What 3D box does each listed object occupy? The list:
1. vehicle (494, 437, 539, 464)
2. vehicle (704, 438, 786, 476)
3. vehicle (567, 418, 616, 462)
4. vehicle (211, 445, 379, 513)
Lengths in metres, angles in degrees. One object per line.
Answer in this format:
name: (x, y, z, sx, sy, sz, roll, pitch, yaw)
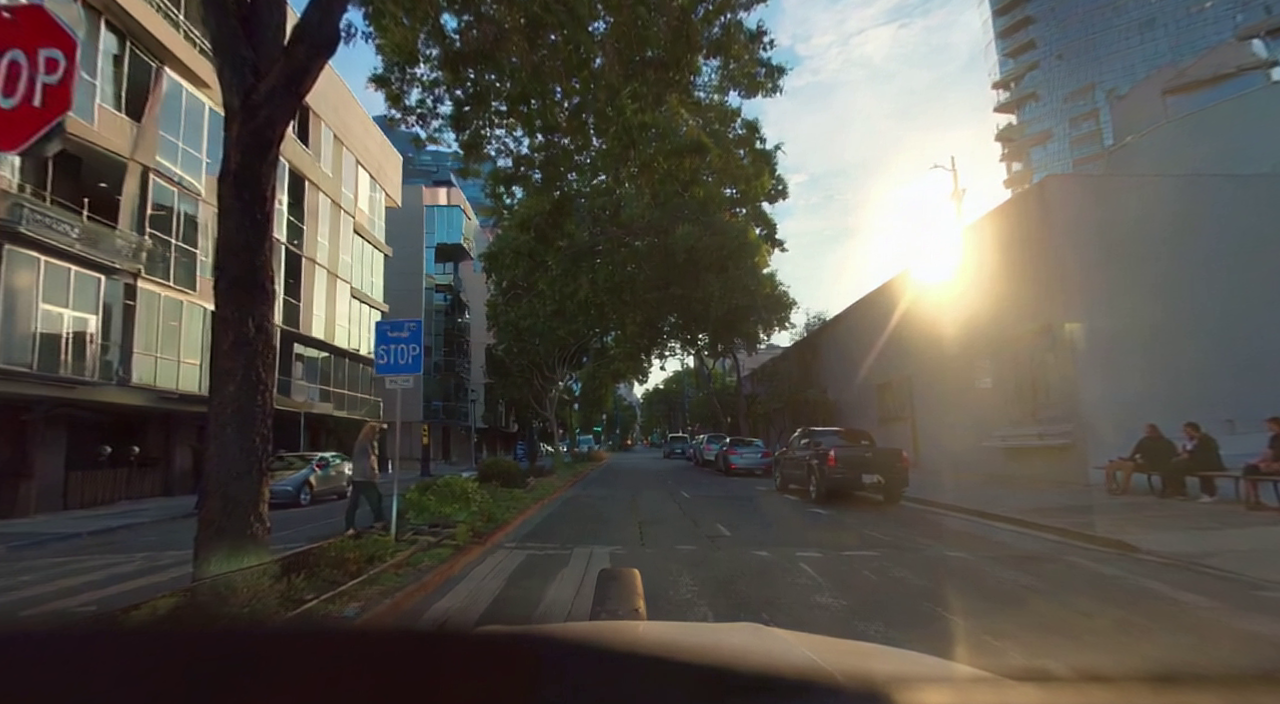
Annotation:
vehicle: (-8.843, 7.096, 45.787, 2.256, 1.802, 4.333, 0, -8, 2)
vehicle: (4.575, 4.458, 27.124, 1.858, 1.491, 4.329, -5, -10, 33)
vehicle: (-2.980, 5.594, 40.186, 2.317, 2.596, 6.053, 0, -8, 3)
vehicle: (-8.795, 3.228, 16.644, 2.007, 1.503, 4.343, 0, -8, -1)
